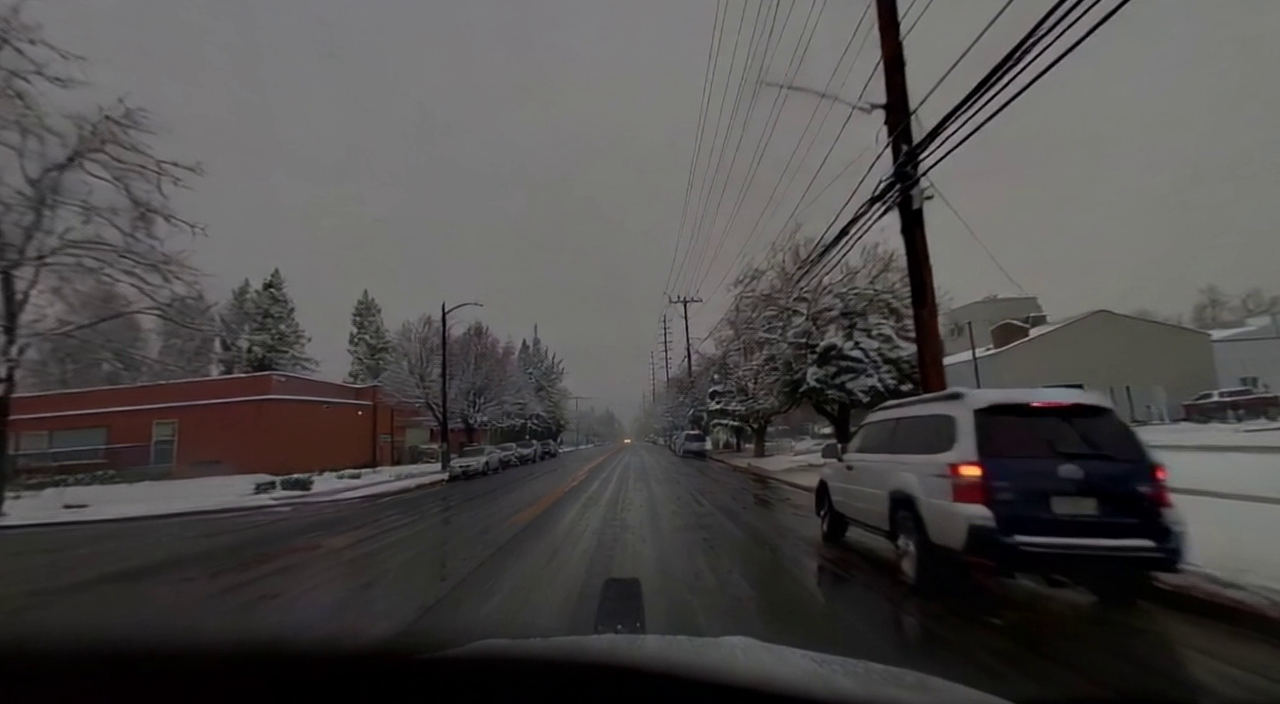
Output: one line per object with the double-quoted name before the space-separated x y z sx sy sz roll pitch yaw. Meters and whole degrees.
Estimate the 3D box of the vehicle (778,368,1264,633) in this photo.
"vehicle" 3.195 1.394 7.024 2.138 1.820 5.218 0 -8 0

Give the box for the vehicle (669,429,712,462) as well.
"vehicle" 2.993 5.726 38.613 2.120 1.869 4.773 0 -8 -1

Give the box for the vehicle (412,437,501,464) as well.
"vehicle" -12.407 6.692 42.981 5.330 1.805 2.170 0 -8 0
